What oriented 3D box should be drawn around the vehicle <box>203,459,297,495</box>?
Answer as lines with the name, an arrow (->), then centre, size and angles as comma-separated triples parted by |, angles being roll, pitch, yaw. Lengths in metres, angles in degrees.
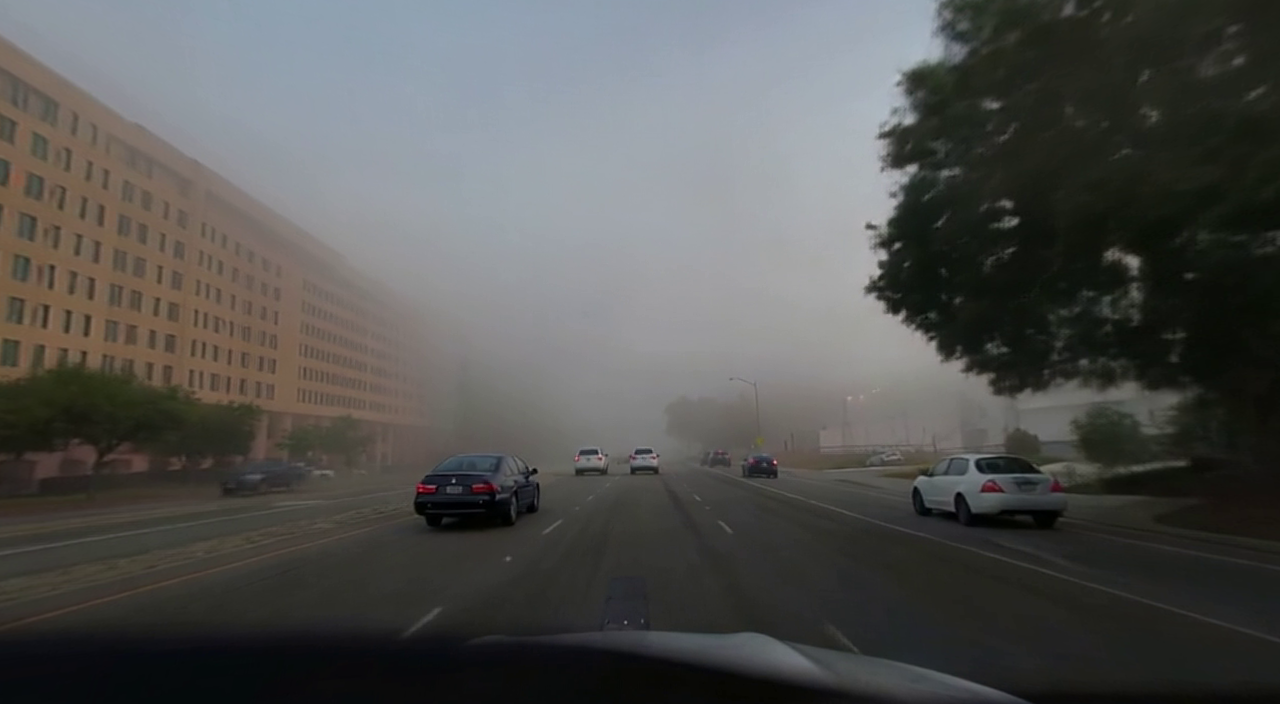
vehicle -> -20.388, 6.529, 33.245 | 2.014, 1.663, 4.472 | 0, -9, 1

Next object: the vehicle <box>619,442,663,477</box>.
vehicle -> 0.076, 6.066, 35.734 | 2.304, 1.795, 4.526 | 0, -9, 1

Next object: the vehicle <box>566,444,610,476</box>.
vehicle -> -3.009, 6.398, 37.621 | 2.117, 1.799, 4.442 | 0, -9, 2

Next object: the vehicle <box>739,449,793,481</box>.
vehicle -> 6.108, 5.503, 30.995 | 1.884, 1.458, 4.245 | 0, -9, 2

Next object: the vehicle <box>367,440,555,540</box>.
vehicle -> -3.006, 2.436, 11.772 | 2.095, 1.486, 4.411 | 0, -9, 2

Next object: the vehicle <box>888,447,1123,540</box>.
vehicle -> 6.768, 2.620, 12.430 | 1.865, 1.458, 4.605 | 0, -9, 0
